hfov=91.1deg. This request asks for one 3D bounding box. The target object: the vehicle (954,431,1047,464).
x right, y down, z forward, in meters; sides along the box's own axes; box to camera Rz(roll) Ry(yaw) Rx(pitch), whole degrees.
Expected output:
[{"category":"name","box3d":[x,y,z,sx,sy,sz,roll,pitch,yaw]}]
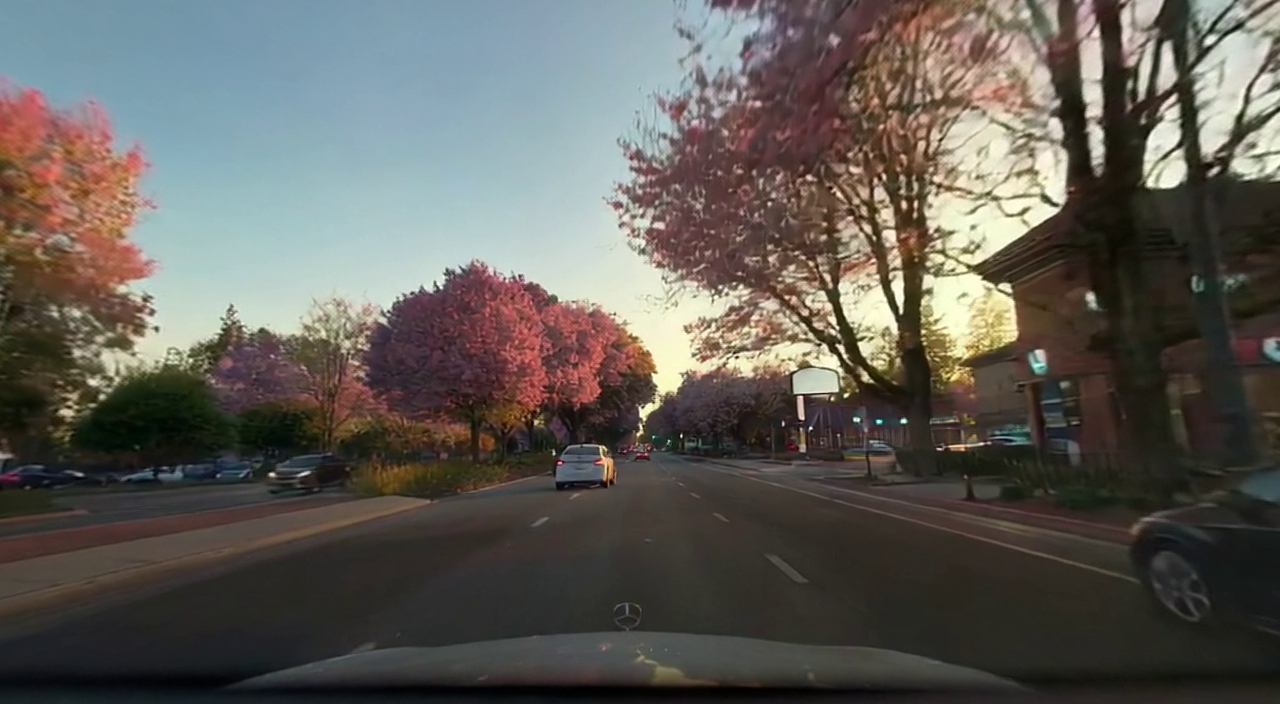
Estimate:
[{"category":"vehicle","box3d":[23.046,6.188,40.559,2.265,1.904,6.201,-2,-9,-1]}]

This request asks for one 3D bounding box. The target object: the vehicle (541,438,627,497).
[{"category":"vehicle","box3d":[-1.705,3.735,20.731,2.149,1.701,4.379,-1,-8,4]}]

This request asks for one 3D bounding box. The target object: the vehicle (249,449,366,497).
[{"category":"vehicle","box3d":[-12.584,4.570,24.151,2.071,1.619,4.567,0,-8,-1]}]
